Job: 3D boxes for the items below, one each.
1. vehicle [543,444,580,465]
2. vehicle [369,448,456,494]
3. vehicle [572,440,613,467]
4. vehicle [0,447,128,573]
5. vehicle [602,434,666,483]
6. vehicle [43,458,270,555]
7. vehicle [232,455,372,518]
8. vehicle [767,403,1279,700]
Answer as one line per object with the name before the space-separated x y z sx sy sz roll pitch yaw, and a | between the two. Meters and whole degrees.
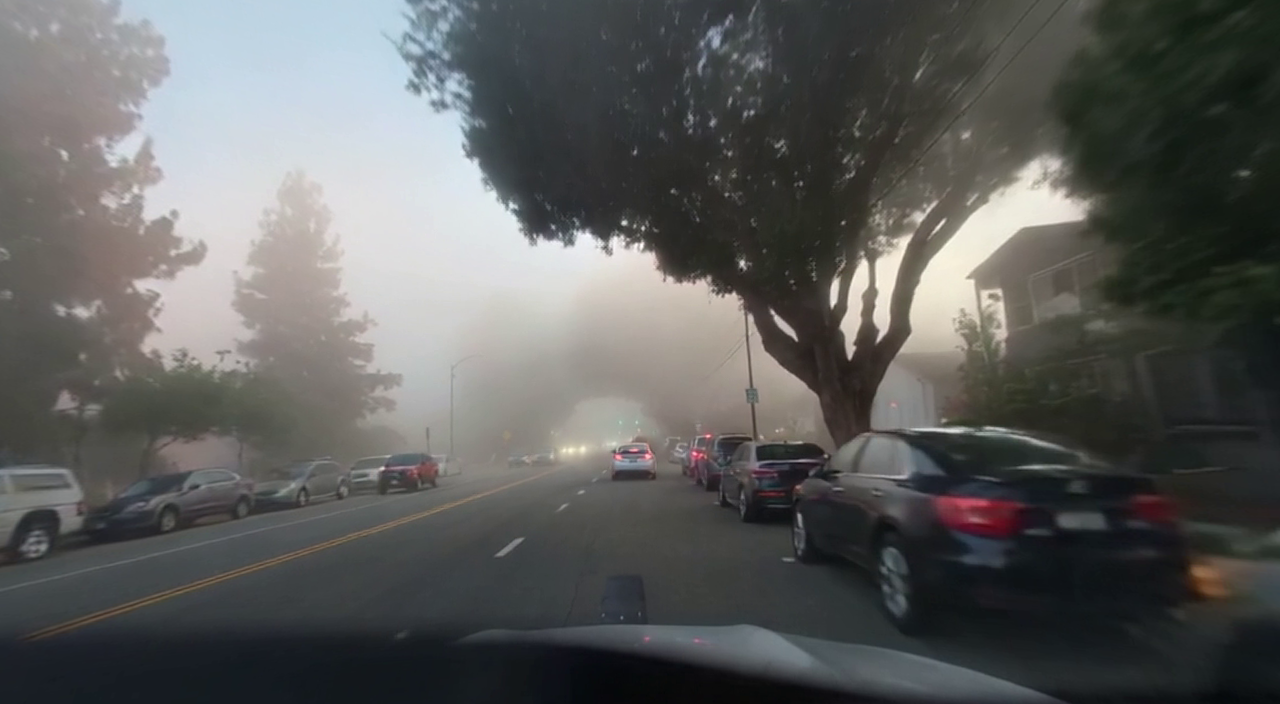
vehicle | -5.796 7.611 47.052 1.987 1.478 4.693 0 -8 2
vehicle | -8.994 4.703 25.425 1.918 1.648 4.163 0 -8 0
vehicle | -2.831 6.101 38.330 2.117 1.528 4.277 0 -8 0
vehicle | -12.125 2.809 10.485 2.249 2.093 6.297 -6 -7 -2
vehicle | -0.166 3.716 22.361 2.041 1.575 4.304 0 -8 0
vehicle | -12.226 3.863 16.599 1.979 1.815 5.139 -5 -8 0
vehicle | -12.032 4.756 22.991 2.076 1.600 5.382 -8 -8 0
vehicle | 2.647 1.383 5.720 2.079 1.552 4.642 0 -8 1
